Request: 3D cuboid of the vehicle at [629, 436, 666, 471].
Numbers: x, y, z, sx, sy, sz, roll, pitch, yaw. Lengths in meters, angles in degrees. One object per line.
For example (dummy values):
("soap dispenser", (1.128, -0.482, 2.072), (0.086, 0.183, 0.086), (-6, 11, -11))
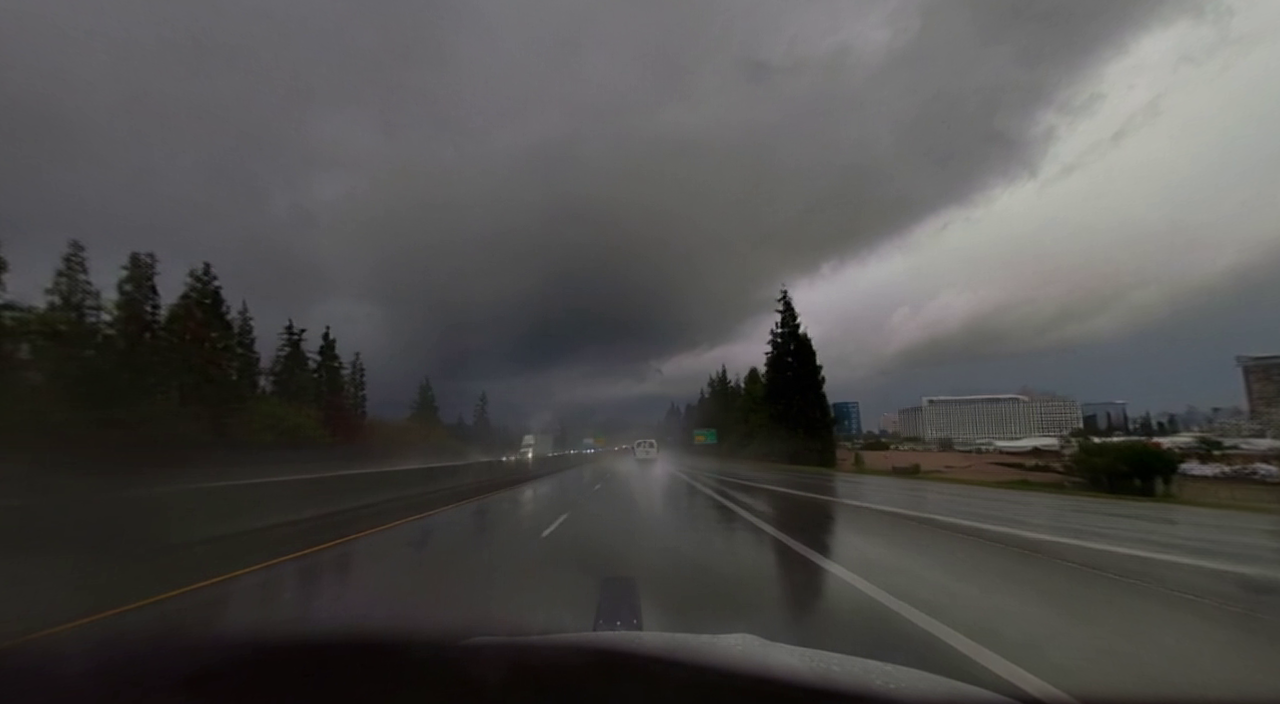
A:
("vehicle", (0.488, 6.508, 40.320), (2.268, 2.122, 4.595), (-1, -9, 1))
